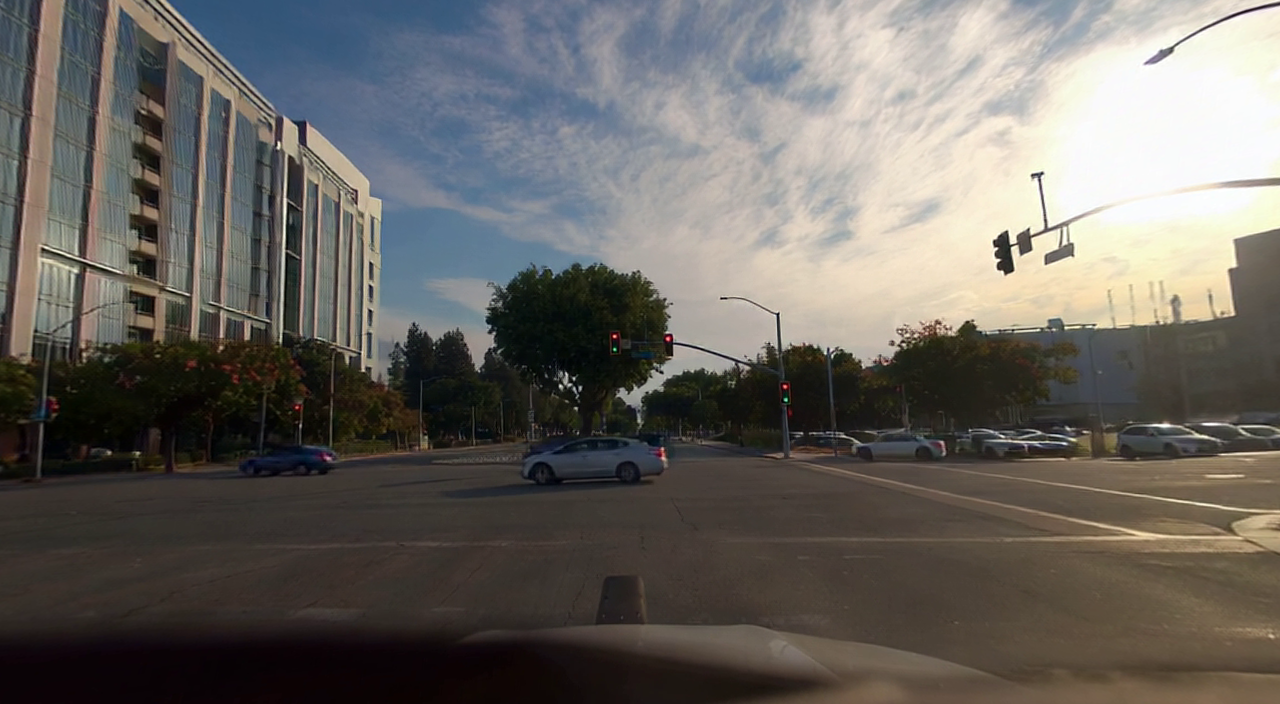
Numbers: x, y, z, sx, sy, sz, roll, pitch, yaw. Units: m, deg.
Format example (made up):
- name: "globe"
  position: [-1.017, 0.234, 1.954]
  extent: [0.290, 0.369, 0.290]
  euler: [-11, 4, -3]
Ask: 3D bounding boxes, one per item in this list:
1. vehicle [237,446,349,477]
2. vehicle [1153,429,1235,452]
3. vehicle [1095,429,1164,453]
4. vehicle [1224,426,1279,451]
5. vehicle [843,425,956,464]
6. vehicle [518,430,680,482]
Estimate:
- name: "vehicle"
  position: [-15.749, 4.971, 28.806]
  extent: [4.046, 1.306, 1.719]
  euler: [-1, -8, 1]
- name: "vehicle"
  position: [36.580, 5.872, 41.839]
  extent: [1.726, 1.429, 4.163]
  euler: [-1, -8, 2]
- name: "vehicle"
  position: [33.244, 6.098, 43.092]
  extent: [2.090, 1.494, 4.321]
  euler: [-3, -9, 15]
- name: "vehicle"
  position: [42.267, 5.728, 41.930]
  extent: [2.037, 1.614, 5.175]
  euler: [0, -8, 0]
- name: "vehicle"
  position: [11.871, 4.307, 29.249]
  extent: [4.571, 1.698, 1.977]
  euler: [-3, -9, 18]
- name: "vehicle"
  position: [-1.367, 3.286, 20.188]
  extent: [4.916, 1.504, 1.846]
  euler: [1, -9, -12]
